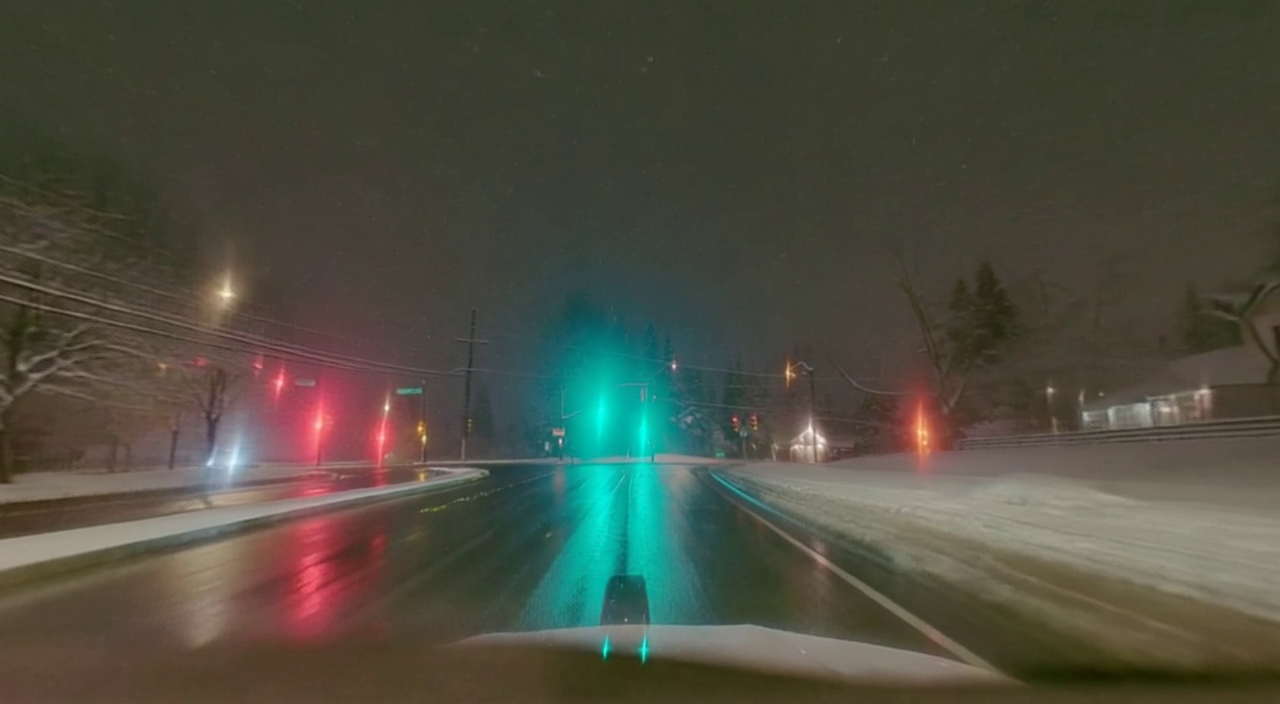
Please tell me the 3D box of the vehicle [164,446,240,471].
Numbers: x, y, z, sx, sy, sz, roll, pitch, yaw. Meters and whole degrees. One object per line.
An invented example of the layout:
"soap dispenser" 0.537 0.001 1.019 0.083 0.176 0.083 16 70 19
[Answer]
"vehicle" -33.343 8.065 48.208 1.913 1.779 4.959 -1 -8 5

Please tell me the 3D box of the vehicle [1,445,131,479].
"vehicle" -34.221 6.561 37.902 2.136 1.862 5.788 -1 -8 4
